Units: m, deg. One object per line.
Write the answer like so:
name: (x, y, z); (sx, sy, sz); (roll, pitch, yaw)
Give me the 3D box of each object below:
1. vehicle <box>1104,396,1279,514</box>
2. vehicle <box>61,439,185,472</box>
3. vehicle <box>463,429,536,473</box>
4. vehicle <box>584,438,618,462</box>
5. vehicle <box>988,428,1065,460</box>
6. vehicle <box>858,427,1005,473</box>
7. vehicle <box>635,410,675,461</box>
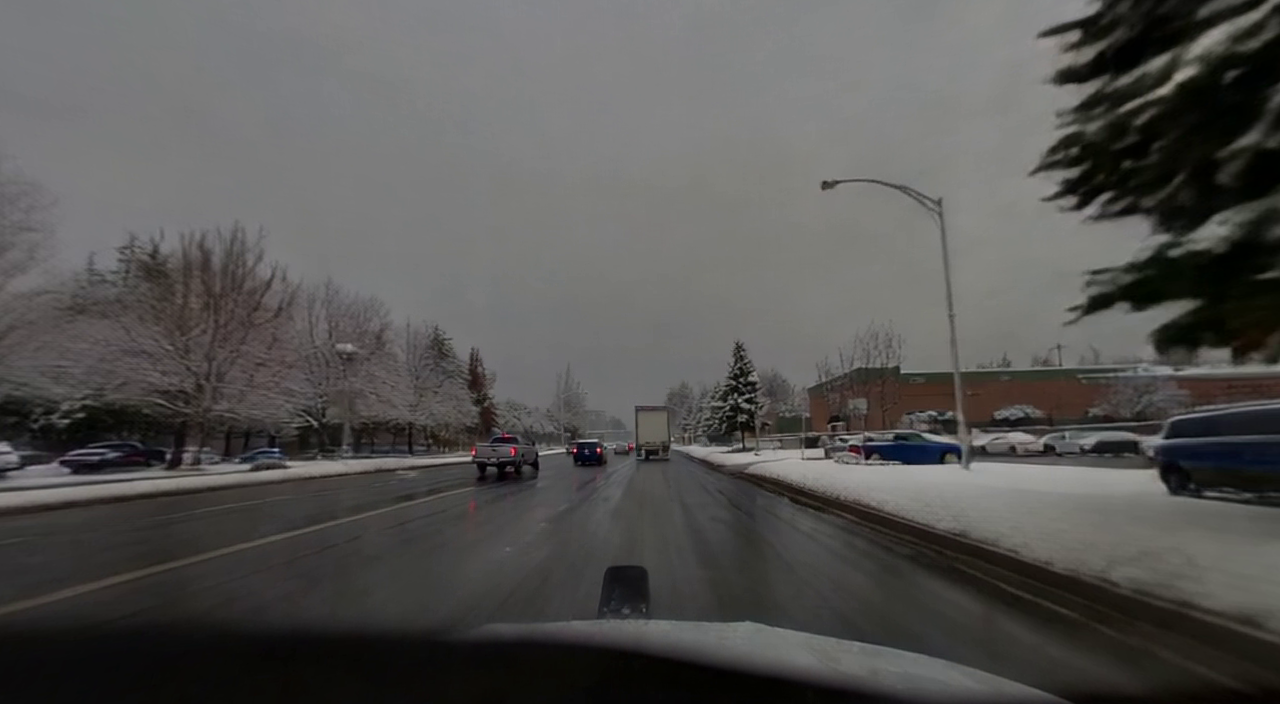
vehicle: (11.042, 1.701, 10.571); (4.838, 1.761, 2.018); (0, -8, 1)
vehicle: (-34.082, 6.838, 41.695); (6.188, 2.110, 2.333); (0, -8, 2)
vehicle: (-6.617, 4.745, 30.363); (2.149, 1.893, 5.187); (0, -8, 2)
vehicle: (-2.773, 7.117, 45.800); (2.114, 1.663, 4.381); (0, -8, 2)
vehicle: (23.183, 5.555, 37.999); (1.976, 1.760, 4.350); (0, -8, 3)
vehicle: (10.510, 3.557, 22.964); (4.346, 1.595, 1.964); (0, -8, 0)
vehicle: (1.096, 6.639, 49.864); (2.905, 3.644, 8.441); (0, -8, 0)
